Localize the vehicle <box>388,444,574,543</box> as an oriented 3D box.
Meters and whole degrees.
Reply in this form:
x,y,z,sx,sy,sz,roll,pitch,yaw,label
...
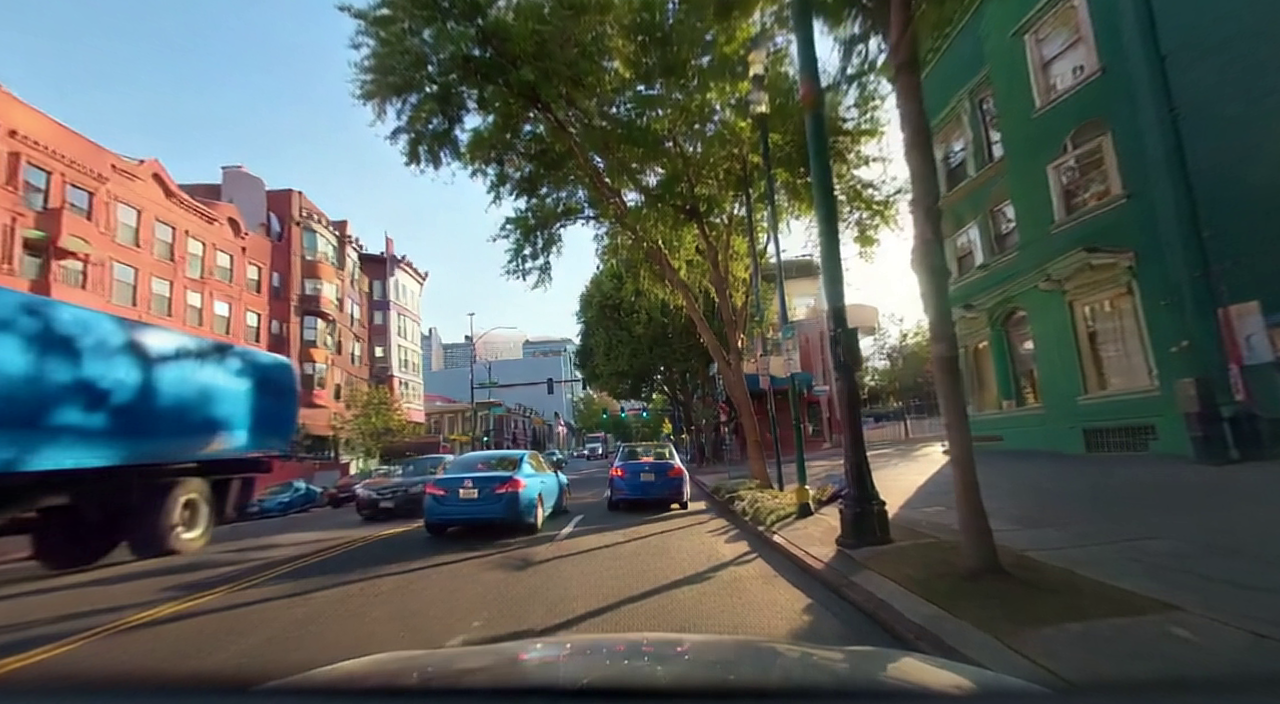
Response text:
x,y,z,sx,sy,sz,roll,pitch,yaw,label
-2.624,2.468,11.821,2.099,1.424,4.843,-1,-8,2,vehicle

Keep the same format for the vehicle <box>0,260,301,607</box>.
x,y,z,sx,sy,sz,roll,pitch,yaw,label
-8.802,0.965,7.401,2.986,3.933,11.600,0,-8,1,vehicle

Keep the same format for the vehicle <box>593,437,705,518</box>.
x,y,z,sx,sy,sz,roll,pitch,yaw,label
0.177,2.618,13.755,2.094,1.478,3.922,0,-8,0,vehicle

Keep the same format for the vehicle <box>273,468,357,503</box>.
x,y,z,sx,sy,sz,roll,pitch,yaw,label
-17.110,6.954,33.095,4.584,1.504,2.124,-7,-10,38,vehicle
